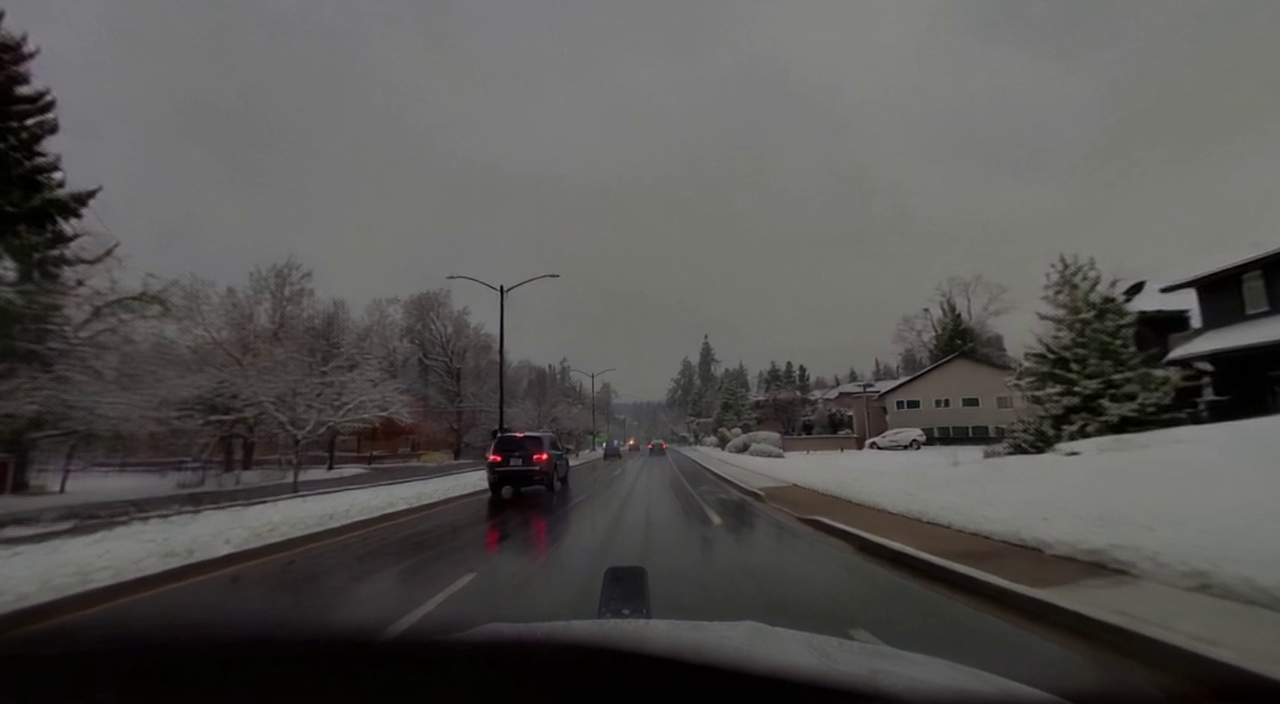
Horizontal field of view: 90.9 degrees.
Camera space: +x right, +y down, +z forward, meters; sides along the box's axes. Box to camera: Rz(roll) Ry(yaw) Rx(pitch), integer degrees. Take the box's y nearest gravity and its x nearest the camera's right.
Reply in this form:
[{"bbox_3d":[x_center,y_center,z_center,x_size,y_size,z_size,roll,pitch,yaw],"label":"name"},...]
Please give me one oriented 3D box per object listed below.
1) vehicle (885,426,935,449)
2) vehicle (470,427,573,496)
[{"bbox_3d":[18.959,6.078,44.513,1.939,1.477,5.129,-1,-8,8],"label":"vehicle"},{"bbox_3d":[-3.301,3.166,18.554,2.073,1.770,4.302,0,-8,2],"label":"vehicle"}]
